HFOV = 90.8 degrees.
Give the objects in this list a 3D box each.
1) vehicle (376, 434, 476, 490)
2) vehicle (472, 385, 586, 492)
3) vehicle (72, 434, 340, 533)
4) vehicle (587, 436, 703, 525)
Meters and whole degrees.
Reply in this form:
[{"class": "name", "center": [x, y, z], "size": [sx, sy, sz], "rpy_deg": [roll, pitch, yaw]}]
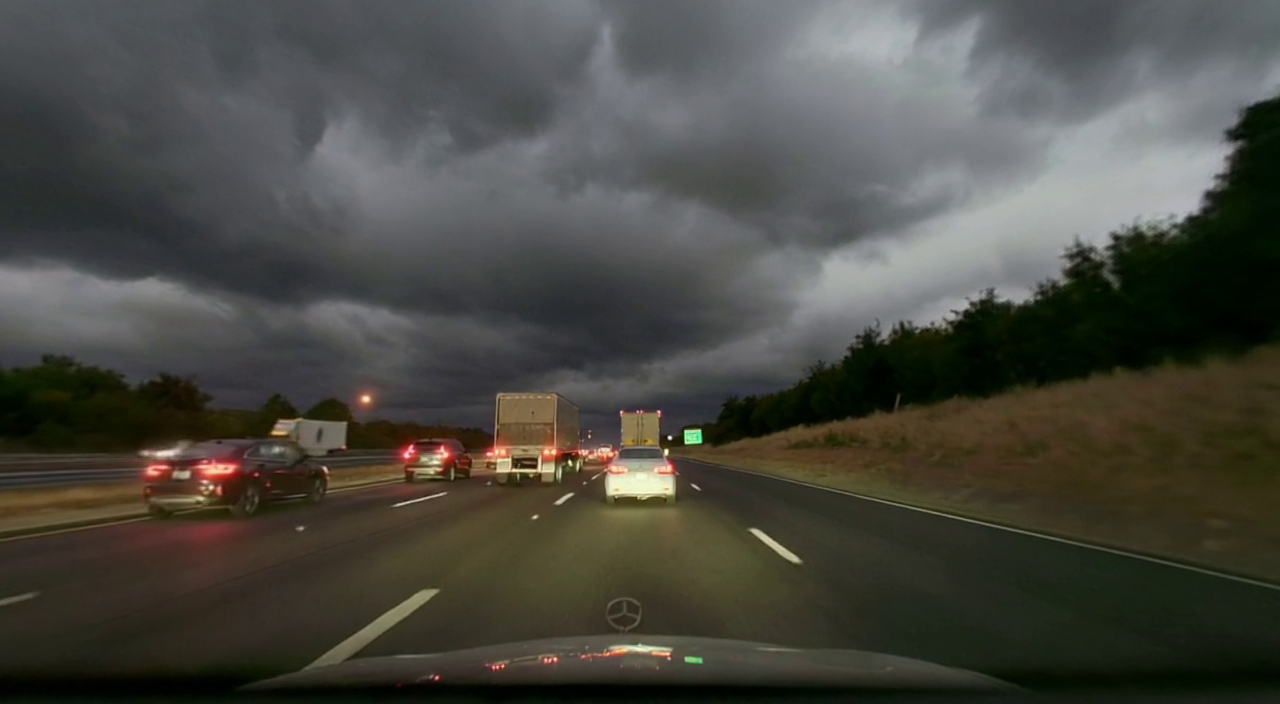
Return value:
[{"class": "vehicle", "center": [-7.432, 3.865, 22.455], "size": [1.952, 1.746, 4.332], "rpy_deg": [-1, -9, 1]}, {"class": "vehicle", "center": [-3.811, 3.290, 23.601], "size": [2.812, 3.342, 7.248], "rpy_deg": [-1, -9, 1]}, {"class": "vehicle", "center": [-7.948, 2.434, 12.291], "size": [1.879, 1.521, 4.623], "rpy_deg": [-1, -9, 1]}, {"class": "vehicle", "center": [0.052, 2.471, 12.563], "size": [1.995, 1.495, 3.380], "rpy_deg": [0, -9, -1]}]
